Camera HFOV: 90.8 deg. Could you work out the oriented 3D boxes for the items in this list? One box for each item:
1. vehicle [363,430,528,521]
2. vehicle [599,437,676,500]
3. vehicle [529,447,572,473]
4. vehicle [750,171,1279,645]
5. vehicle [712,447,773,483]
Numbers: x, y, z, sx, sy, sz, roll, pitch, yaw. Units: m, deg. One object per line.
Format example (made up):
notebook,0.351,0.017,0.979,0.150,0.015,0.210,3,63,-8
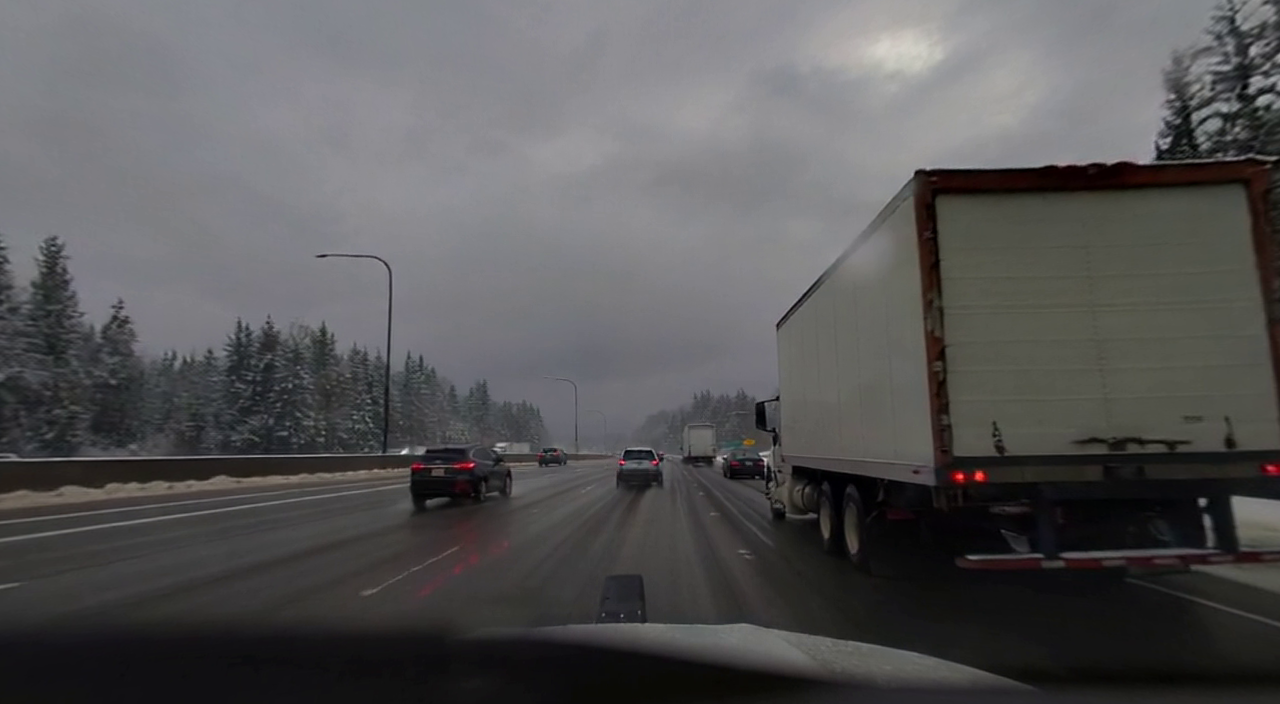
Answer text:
vehicle,-4.110,2.684,14.378,1.988,1.696,4.754,0,-9,4
vehicle,0.040,3.525,19.569,2.103,1.717,4.399,0,-9,3
vehicle,-5.910,7.133,42.130,1.958,1.633,4.568,0,-9,3
vehicle,3.715,0.965,9.007,2.836,3.508,8.723,0,-9,1
vehicle,4.660,5.201,29.472,2.146,1.482,4.665,0,-8,1
